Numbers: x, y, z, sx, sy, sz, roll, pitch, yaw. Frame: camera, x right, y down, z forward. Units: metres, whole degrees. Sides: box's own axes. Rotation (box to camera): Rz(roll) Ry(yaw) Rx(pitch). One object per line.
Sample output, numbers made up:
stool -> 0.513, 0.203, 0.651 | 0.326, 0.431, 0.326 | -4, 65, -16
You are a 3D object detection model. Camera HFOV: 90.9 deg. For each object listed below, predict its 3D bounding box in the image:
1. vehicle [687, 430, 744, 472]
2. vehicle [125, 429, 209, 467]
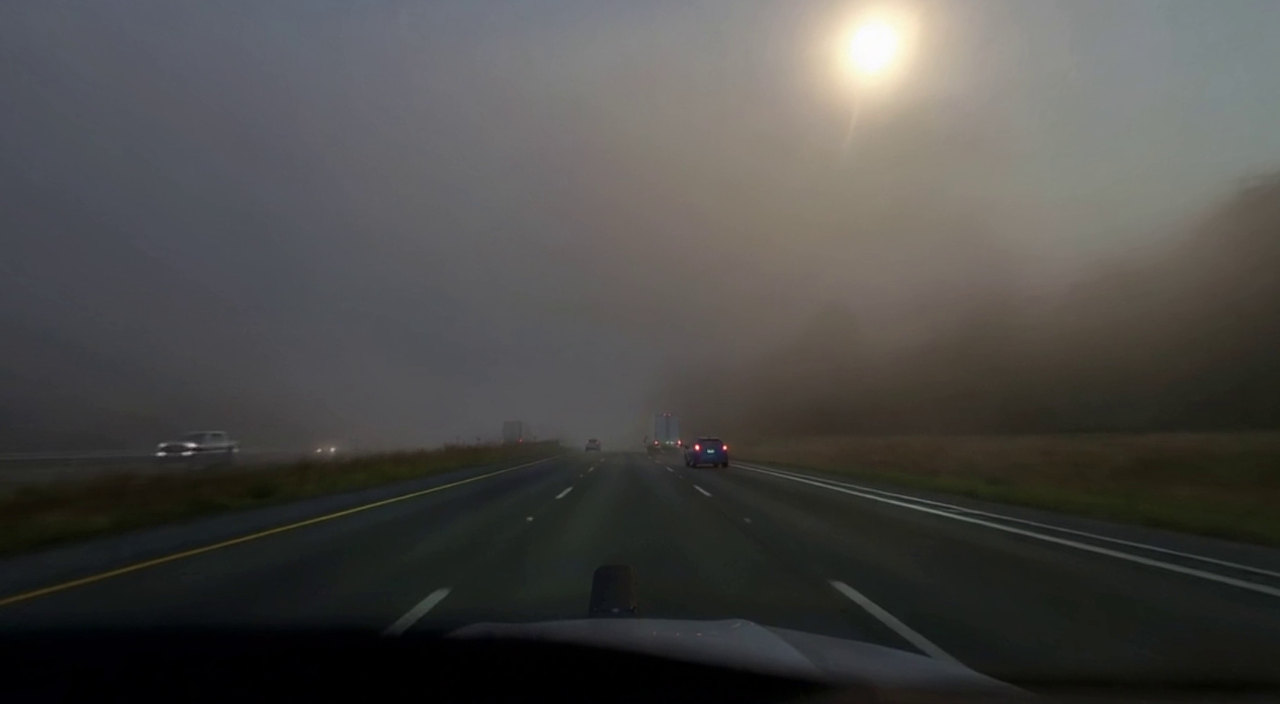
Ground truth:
vehicle -> 3.578, 4.803, 30.822 | 2.076, 1.914, 4.287 | 0, -8, -2
vehicle -> -36.286, 7.355, 48.577 | 2.260, 2.710, 5.363 | 0, -8, 0
